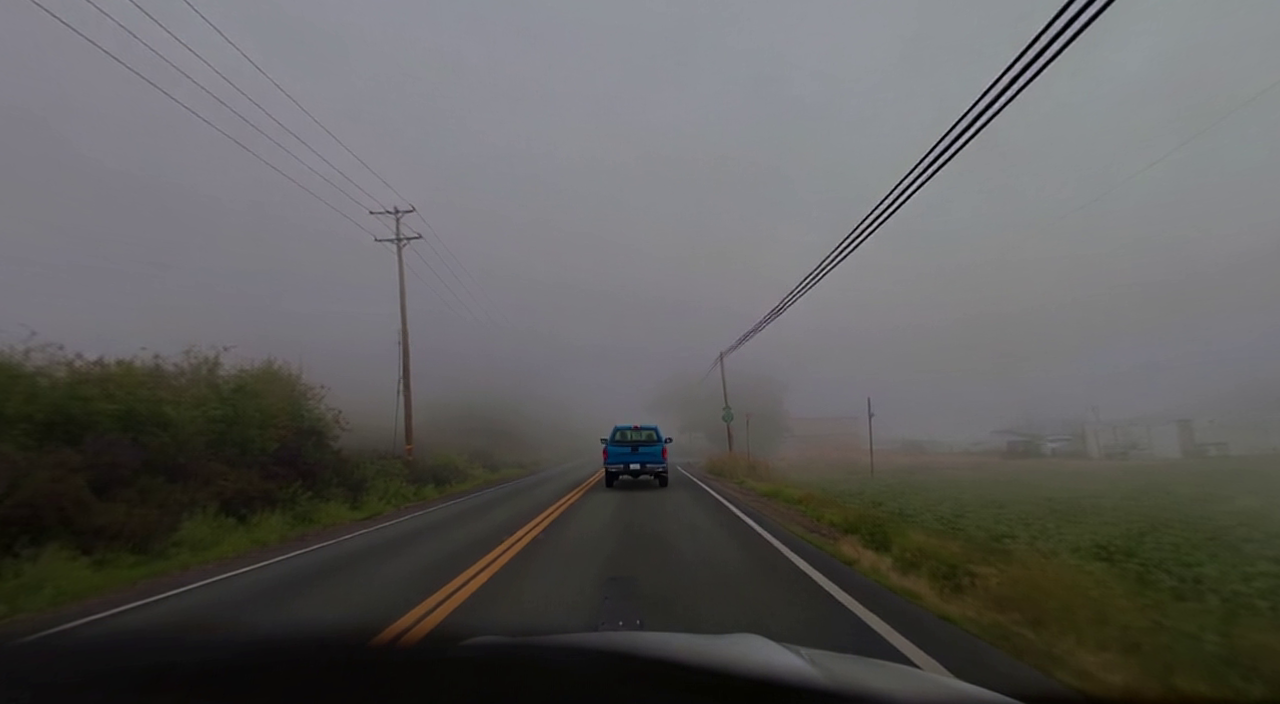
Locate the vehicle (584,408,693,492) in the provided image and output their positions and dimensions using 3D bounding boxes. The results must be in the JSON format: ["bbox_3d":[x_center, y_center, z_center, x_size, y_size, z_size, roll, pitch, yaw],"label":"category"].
[{"bbox_3d":[-0.099,3.294,21.455,3.021,2.326,7.410,0,-9,-1],"label":"vehicle"}]

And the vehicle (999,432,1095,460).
[{"bbox_3d":[31.415,7.309,49.111,2.323,2.002,6.310,2,-9,-13],"label":"vehicle"}]

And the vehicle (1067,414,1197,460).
[{"bbox_3d":[33.664,5.874,43.506,2.581,2.932,6.340,4,-9,-27],"label":"vehicle"}]
